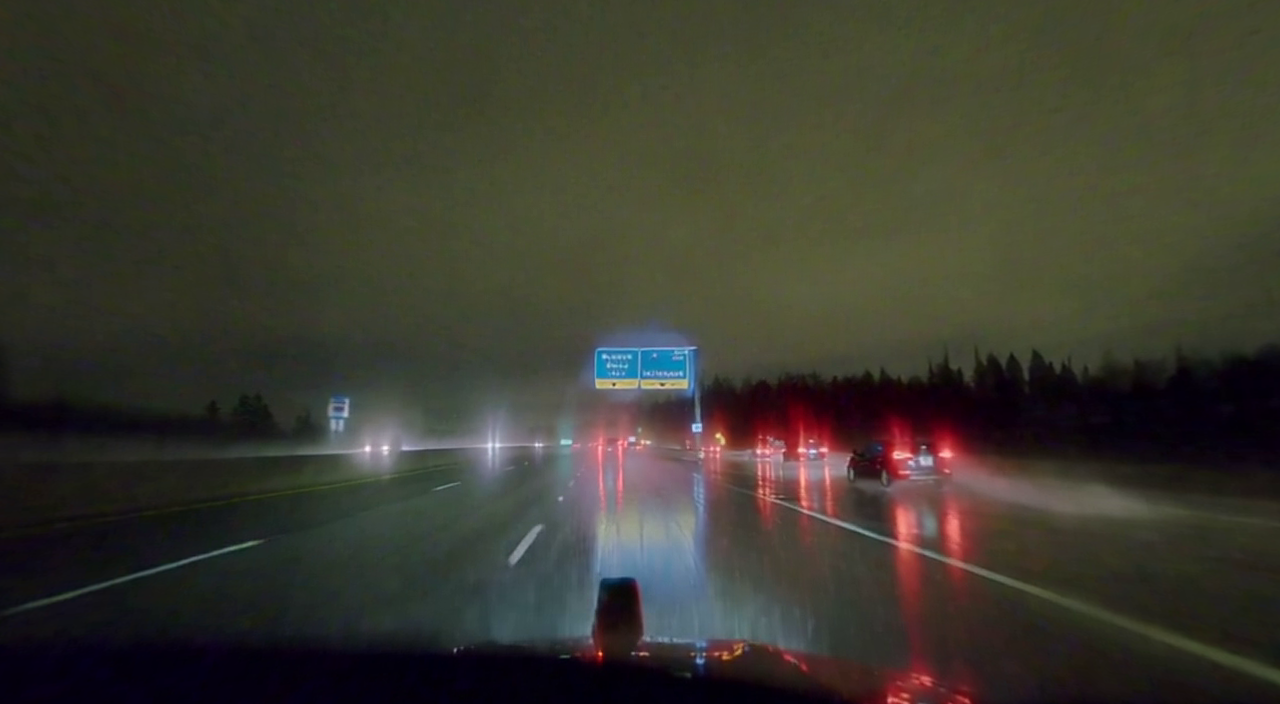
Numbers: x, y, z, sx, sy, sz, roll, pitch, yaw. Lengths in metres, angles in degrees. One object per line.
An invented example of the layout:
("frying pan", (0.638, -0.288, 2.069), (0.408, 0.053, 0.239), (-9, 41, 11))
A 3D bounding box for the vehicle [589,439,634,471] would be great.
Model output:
("vehicle", (-1.398, 5.306, 32.433), (2.055, 1.509, 4.255), (-1, -9, 2))

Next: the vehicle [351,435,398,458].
("vehicle", (-19.490, 6.988, 46.214), (1.952, 1.590, 4.398), (0, -9, -6))
